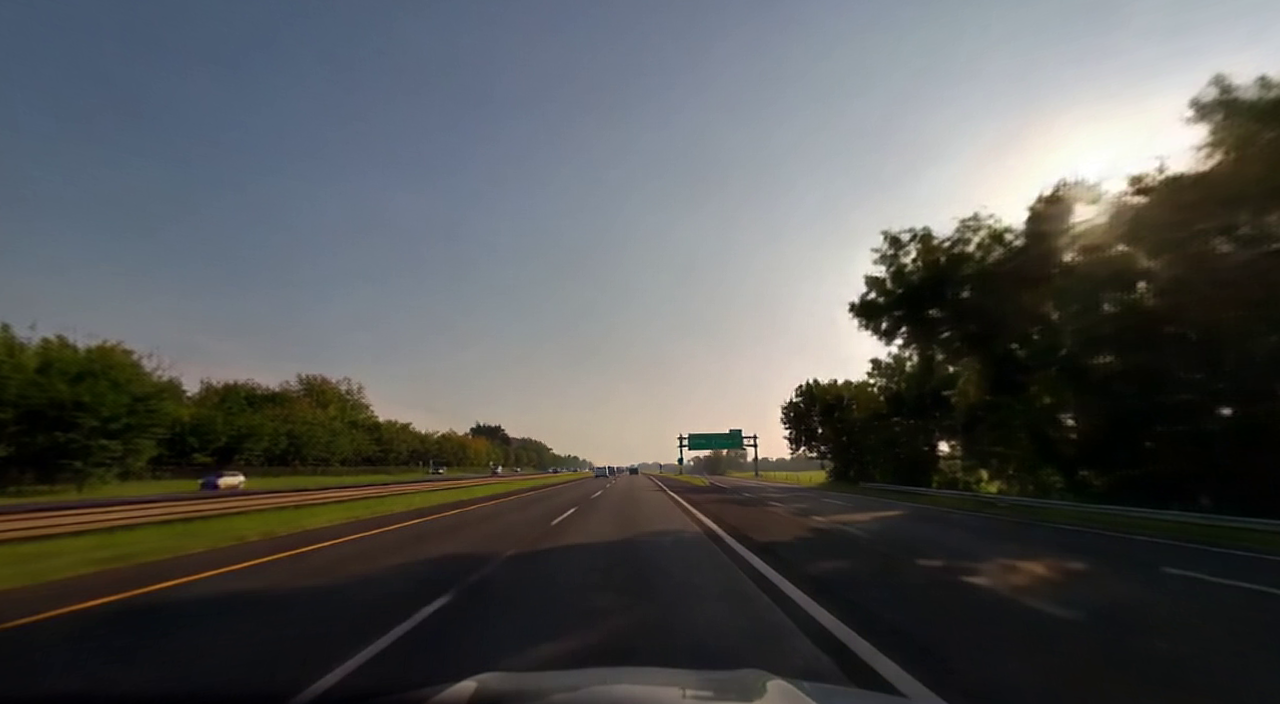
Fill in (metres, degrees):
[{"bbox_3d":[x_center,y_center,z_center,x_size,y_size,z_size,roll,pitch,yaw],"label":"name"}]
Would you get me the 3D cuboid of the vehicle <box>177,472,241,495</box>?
[{"bbox_3d":[-30.648,9.327,44.963,1.770,1.466,4.225,2,-11,-4],"label":"vehicle"}]
